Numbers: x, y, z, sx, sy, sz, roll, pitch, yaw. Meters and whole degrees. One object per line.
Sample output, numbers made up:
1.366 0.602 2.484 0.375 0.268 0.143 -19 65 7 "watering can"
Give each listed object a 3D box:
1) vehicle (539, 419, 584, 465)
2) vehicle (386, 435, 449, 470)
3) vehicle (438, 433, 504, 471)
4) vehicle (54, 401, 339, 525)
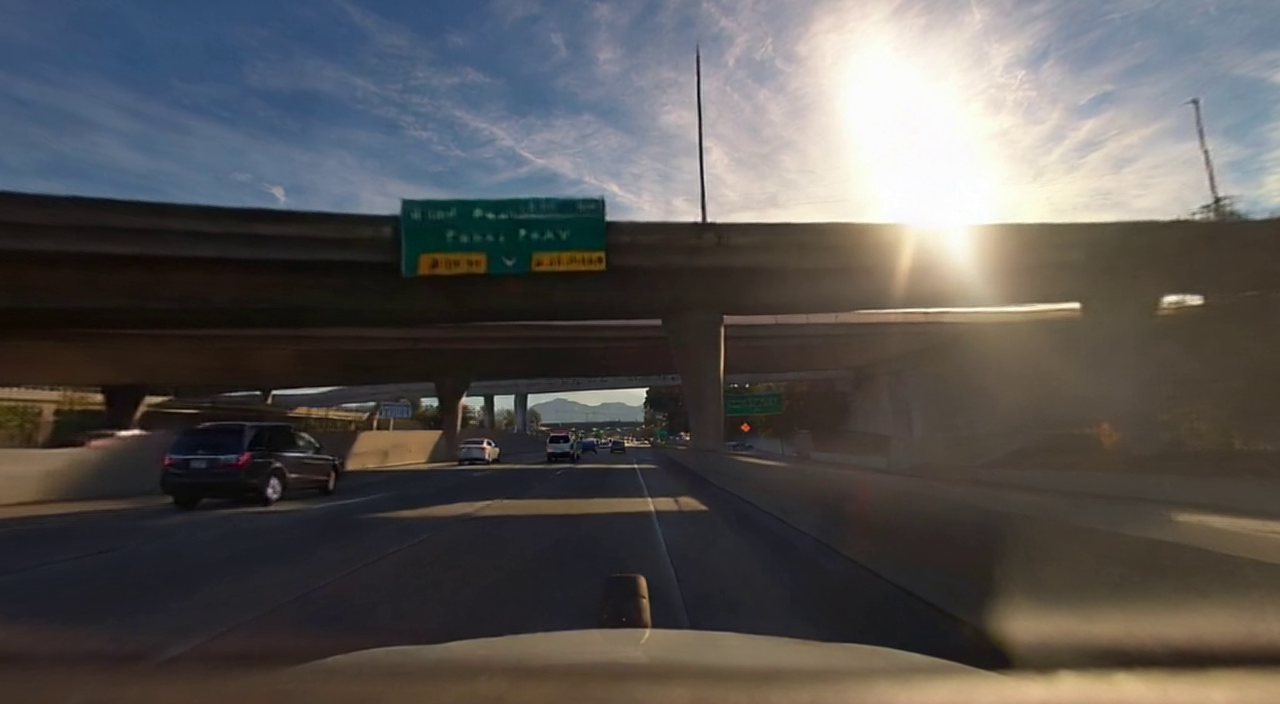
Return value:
-5.167 6.055 42.300 2.301 2.843 6.458 0 -8 -1 "vehicle"
-11.901 5.404 33.923 1.900 1.726 4.236 0 -8 -1 "vehicle"
-8.574 5.122 32.339 2.109 1.784 4.709 0 -8 -1 "vehicle"
-8.147 2.098 12.304 2.179 1.948 4.618 0 -8 0 "vehicle"
